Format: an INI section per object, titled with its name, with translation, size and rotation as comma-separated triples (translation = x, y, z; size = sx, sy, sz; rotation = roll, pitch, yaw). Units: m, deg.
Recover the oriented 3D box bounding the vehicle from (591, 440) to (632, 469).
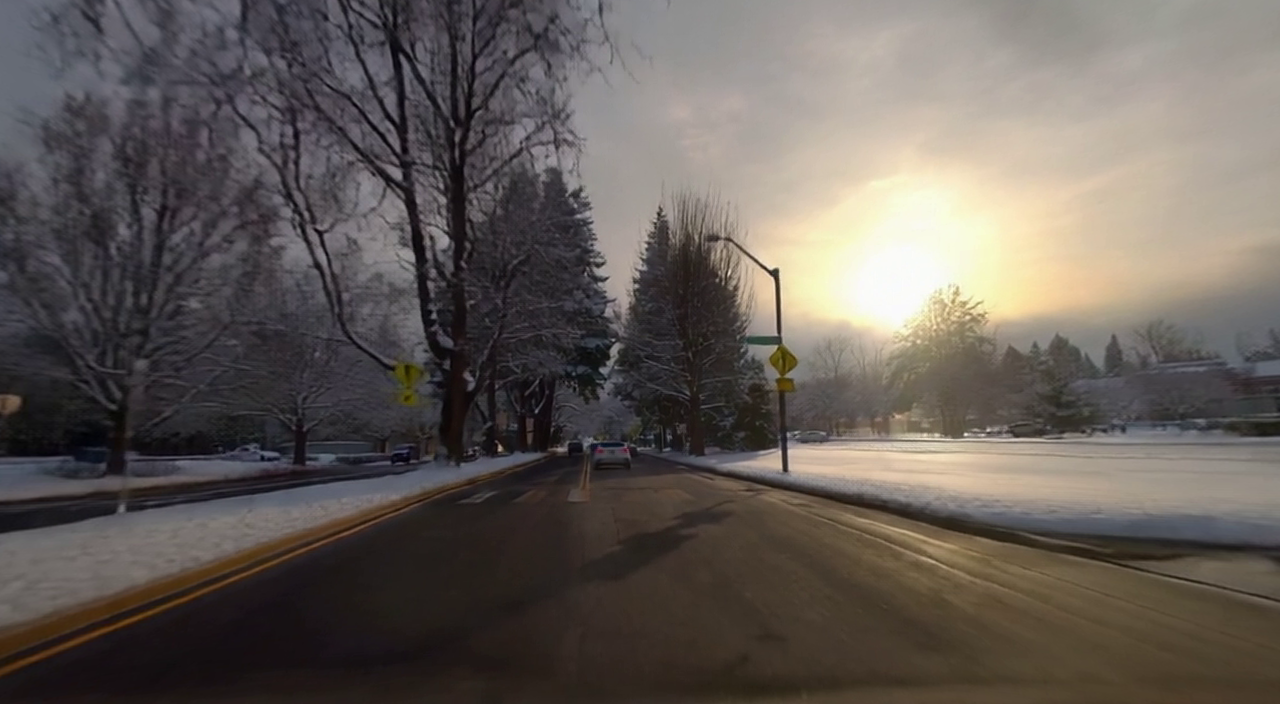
[vehicle]
translation = -1.661, 5.728, 35.596
size = 2.142, 1.501, 4.273
rotation = 1, -8, -5
